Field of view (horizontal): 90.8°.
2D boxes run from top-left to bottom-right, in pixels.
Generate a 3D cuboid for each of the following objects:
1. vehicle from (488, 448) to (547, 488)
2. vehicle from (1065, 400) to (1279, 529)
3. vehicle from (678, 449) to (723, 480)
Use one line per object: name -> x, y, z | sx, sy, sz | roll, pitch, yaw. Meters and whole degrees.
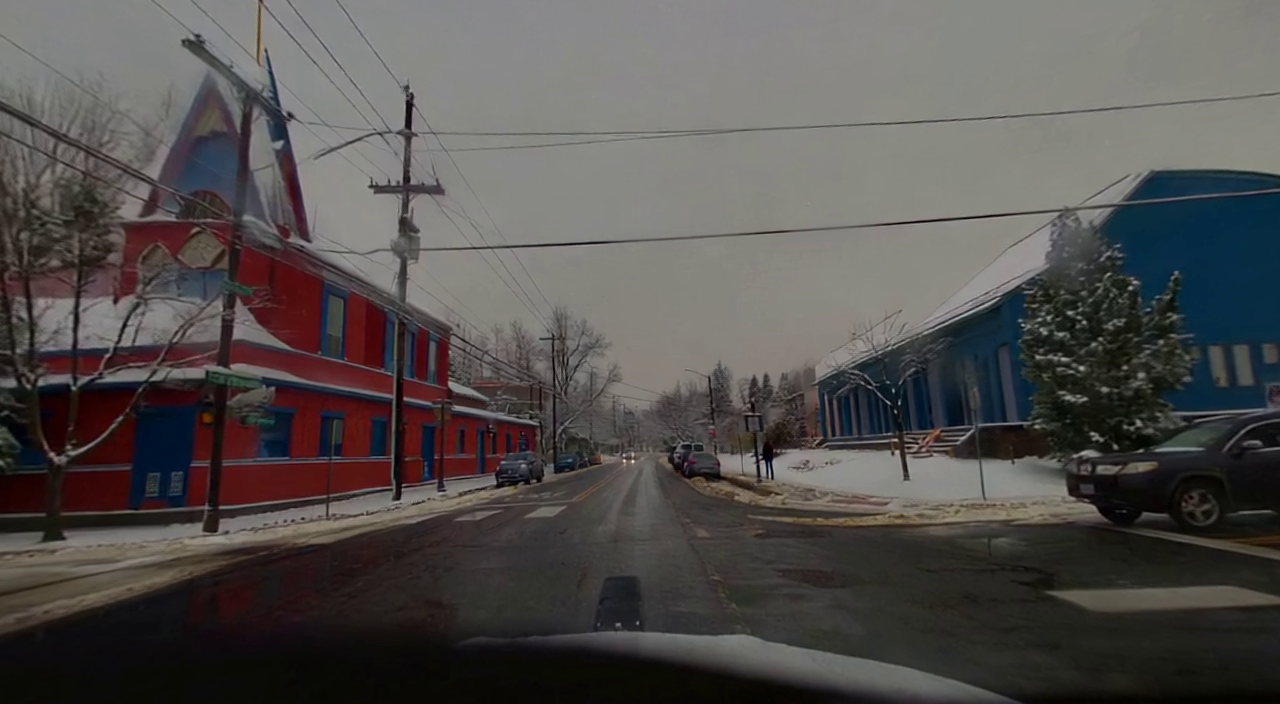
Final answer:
vehicle -> -6.437, 6.086, 33.590 | 2.140, 1.746, 4.385 | -4, -8, 1
vehicle -> 10.097, 1.750, 10.043 | 5.100, 1.806, 2.124 | 0, -9, 0
vehicle -> 3.051, 5.783, 32.732 | 1.966, 1.471, 4.552 | 0, -9, 0
